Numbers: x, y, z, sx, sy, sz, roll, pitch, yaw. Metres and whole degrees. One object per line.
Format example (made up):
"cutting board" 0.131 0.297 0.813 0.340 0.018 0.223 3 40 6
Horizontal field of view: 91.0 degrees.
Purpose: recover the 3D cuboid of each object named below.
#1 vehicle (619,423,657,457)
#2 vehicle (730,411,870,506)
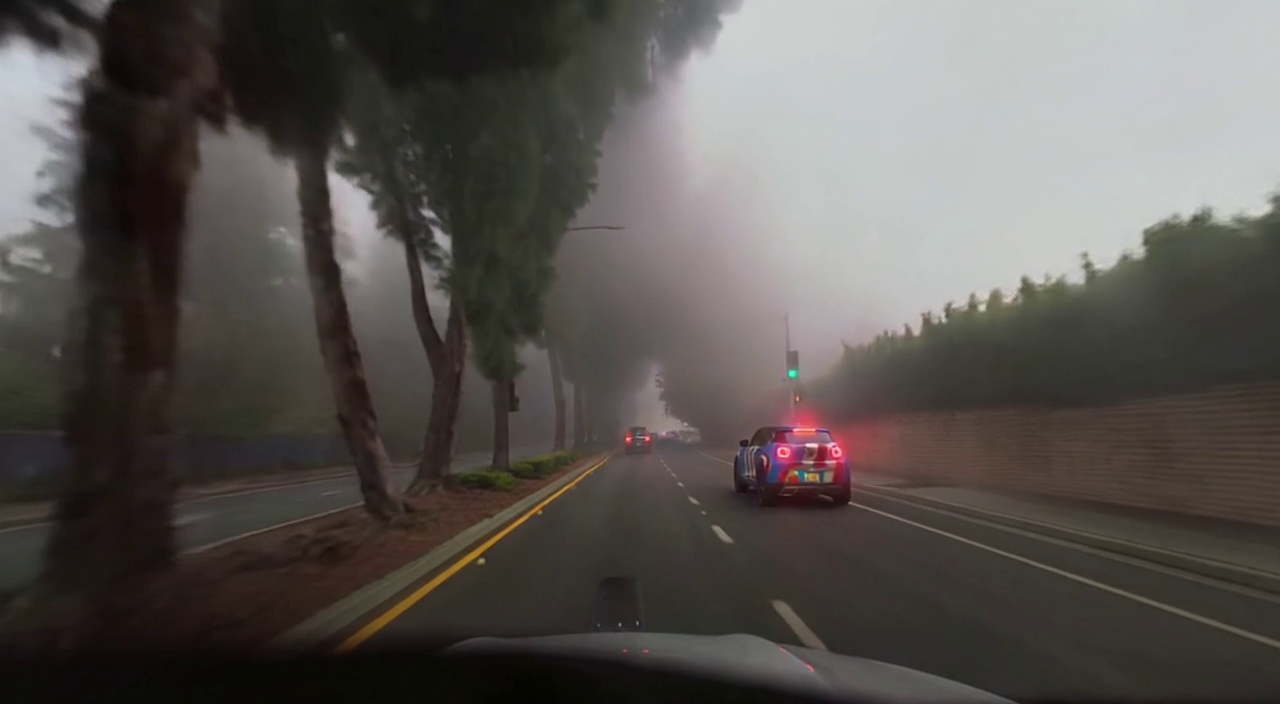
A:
"vehicle" -0.131 4.915 35.114 1.984 1.777 3.148 0 -8 -1
"vehicle" 3.199 2.228 13.519 1.840 1.709 4.202 0 -8 -1
